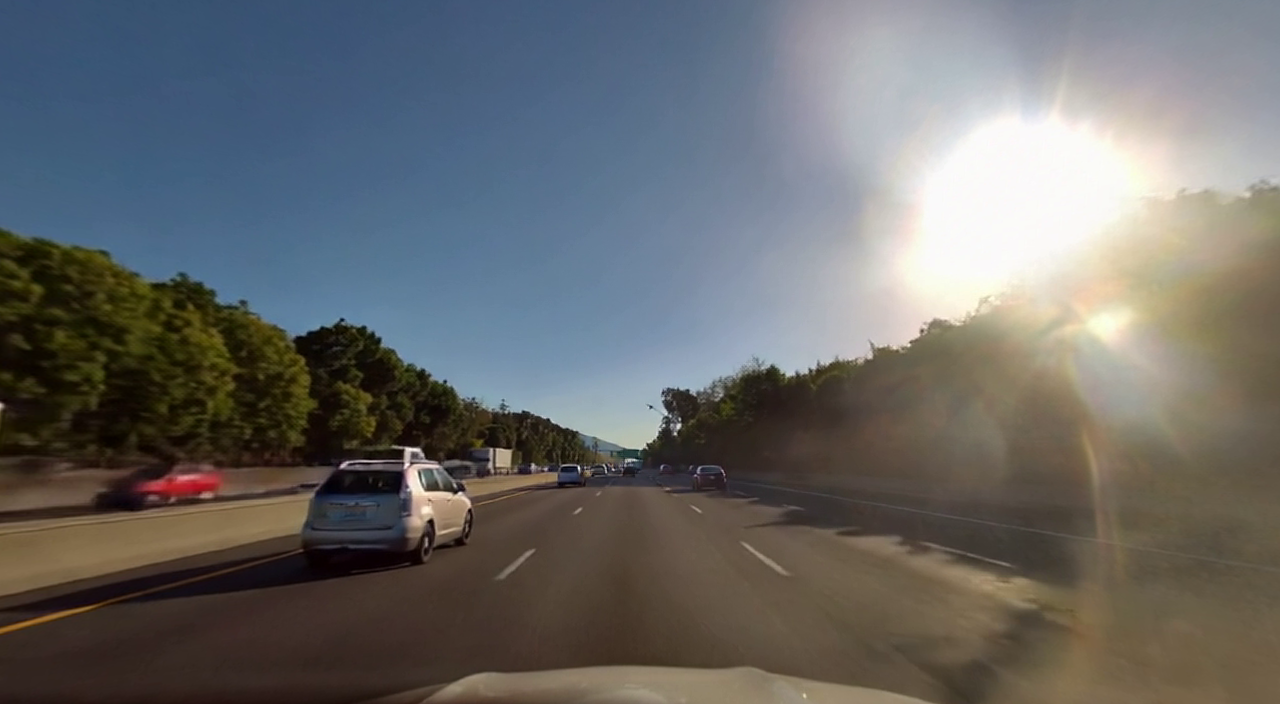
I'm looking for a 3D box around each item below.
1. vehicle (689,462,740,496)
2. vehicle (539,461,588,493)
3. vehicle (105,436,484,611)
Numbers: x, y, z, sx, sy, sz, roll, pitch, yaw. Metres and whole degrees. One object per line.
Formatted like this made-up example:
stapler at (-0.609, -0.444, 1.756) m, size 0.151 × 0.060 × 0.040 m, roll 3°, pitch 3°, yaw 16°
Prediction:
vehicle at (3.620, 6.309, 31.471) m, size 1.981 × 1.516 × 4.109 m, roll 1°, pitch -11°, yaw -1°
vehicle at (-3.781, 6.309, 31.866) m, size 2.000 × 1.484 × 3.995 m, roll 1°, pitch -11°, yaw -1°
vehicle at (-3.576, 1.922, 7.885) m, size 2.004 × 1.468 × 4.812 m, roll 1°, pitch -11°, yaw 0°
